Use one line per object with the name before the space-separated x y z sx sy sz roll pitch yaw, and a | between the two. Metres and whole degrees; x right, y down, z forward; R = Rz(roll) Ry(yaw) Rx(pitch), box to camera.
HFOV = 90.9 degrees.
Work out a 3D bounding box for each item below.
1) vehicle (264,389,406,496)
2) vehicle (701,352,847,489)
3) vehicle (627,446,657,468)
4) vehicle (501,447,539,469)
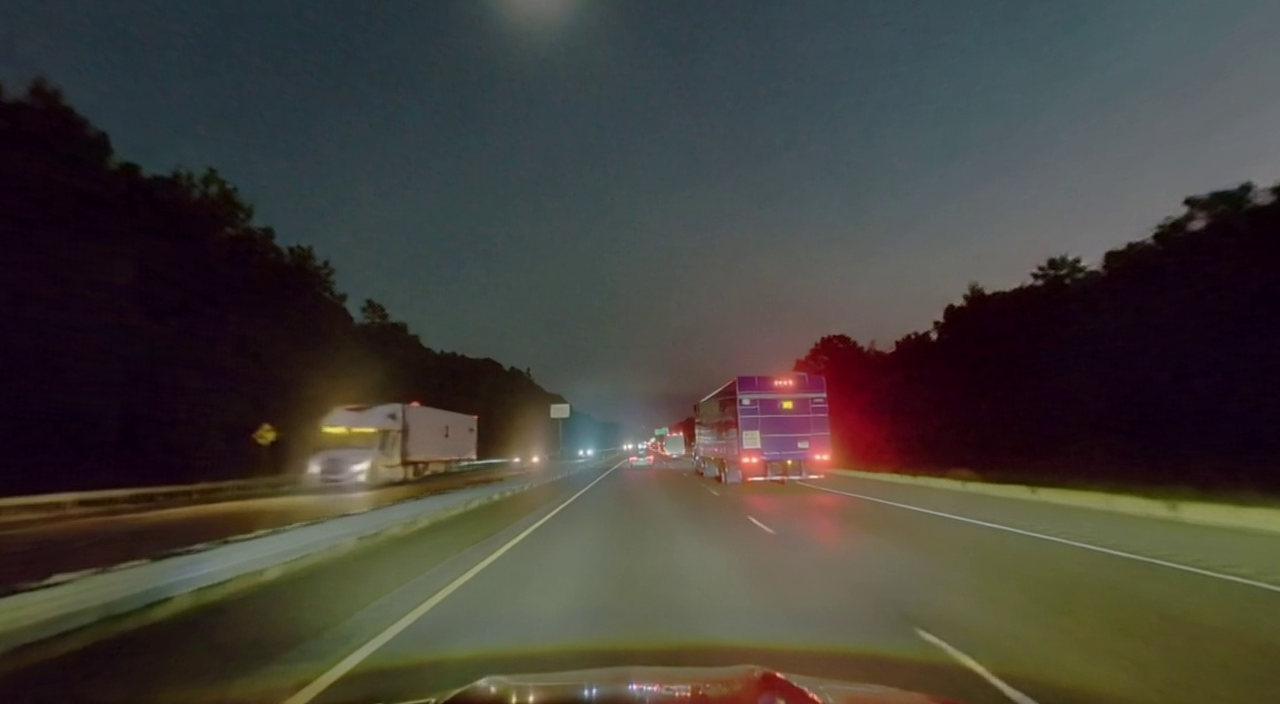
vehicle | -13.020 3.968 27.626 3.048 4.133 5.962 0 -9 0
vehicle | 4.710 3.115 26.172 2.939 4.129 14.300 0 -9 0
vehicle | 0.158 7.037 42.517 1.926 1.386 3.615 0 -9 0
vehicle | -8.828 7.829 46.643 2.044 1.537 4.159 0 -9 0
